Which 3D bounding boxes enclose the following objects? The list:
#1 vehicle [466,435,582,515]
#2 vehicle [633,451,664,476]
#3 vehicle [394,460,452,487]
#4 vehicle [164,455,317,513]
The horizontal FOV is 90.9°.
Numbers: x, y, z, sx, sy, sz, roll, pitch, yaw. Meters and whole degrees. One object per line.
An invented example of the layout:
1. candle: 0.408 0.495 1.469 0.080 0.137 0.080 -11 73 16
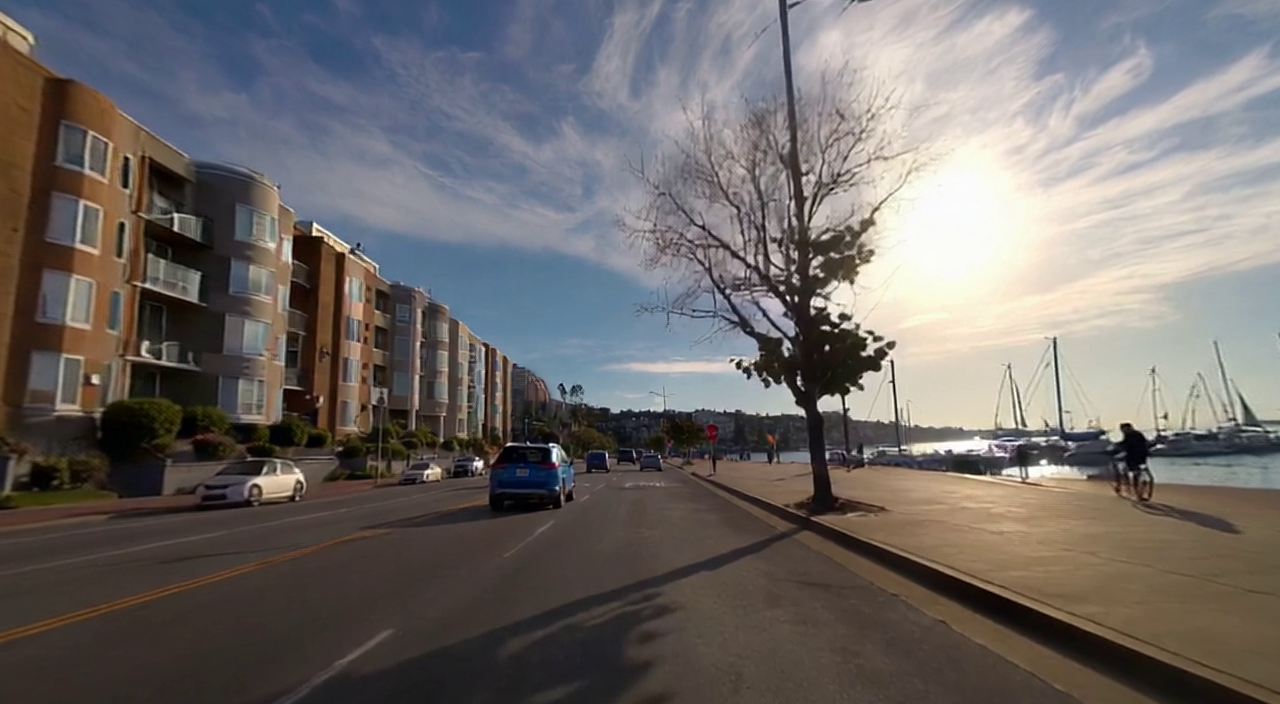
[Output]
1. vehicle: -2.900 3.229 16.985 2.082 1.817 4.724 -1 -9 2
2. vehicle: 0.634 7.742 43.827 2.057 1.624 3.726 -1 -9 2
3. vehicle: -13.343 7.465 38.995 1.871 1.463 4.555 0 -9 1
4. vehicle: -13.351 4.411 21.491 2.128 1.716 4.479 -1 -9 2
